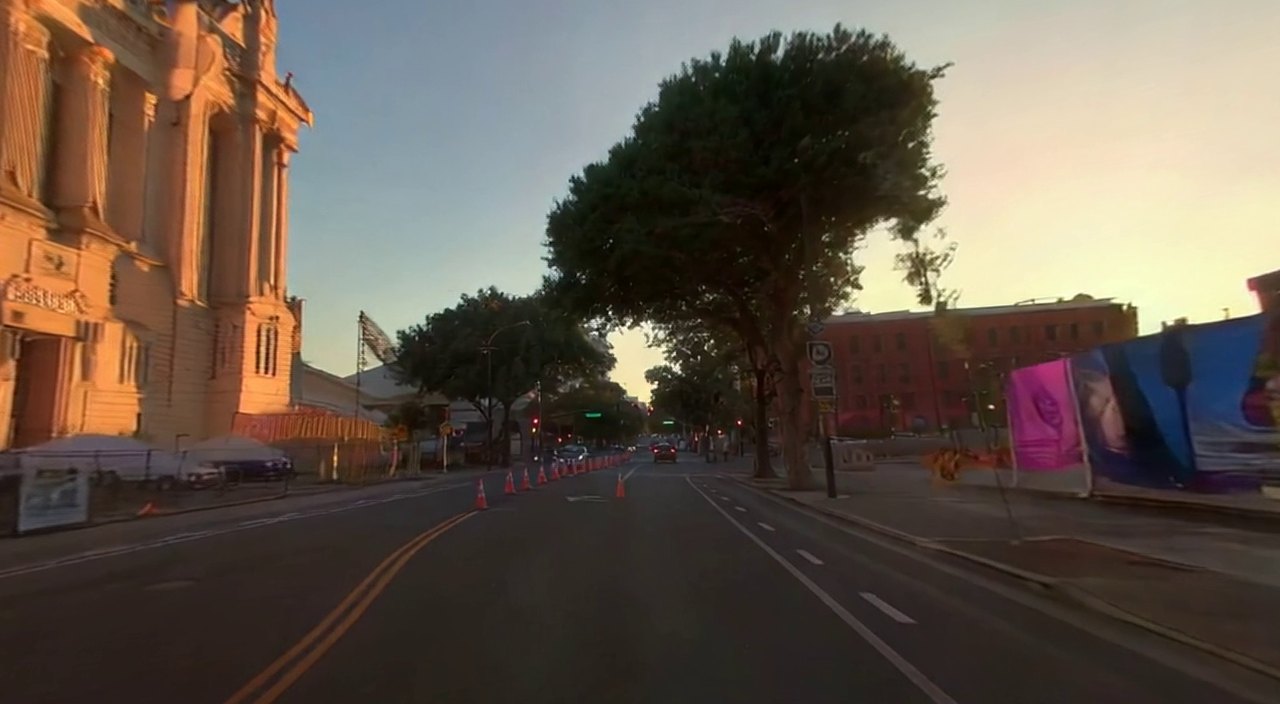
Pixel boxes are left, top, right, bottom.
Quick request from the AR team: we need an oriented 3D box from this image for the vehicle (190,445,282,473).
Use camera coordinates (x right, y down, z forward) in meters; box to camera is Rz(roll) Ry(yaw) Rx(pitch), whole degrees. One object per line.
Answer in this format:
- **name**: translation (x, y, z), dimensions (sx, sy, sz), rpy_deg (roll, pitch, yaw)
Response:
- **vehicle**: translation (-25.899, 6.864, 40.508), dimensions (4.445, 1.753, 2.044), rpy_deg (0, -9, 1)
